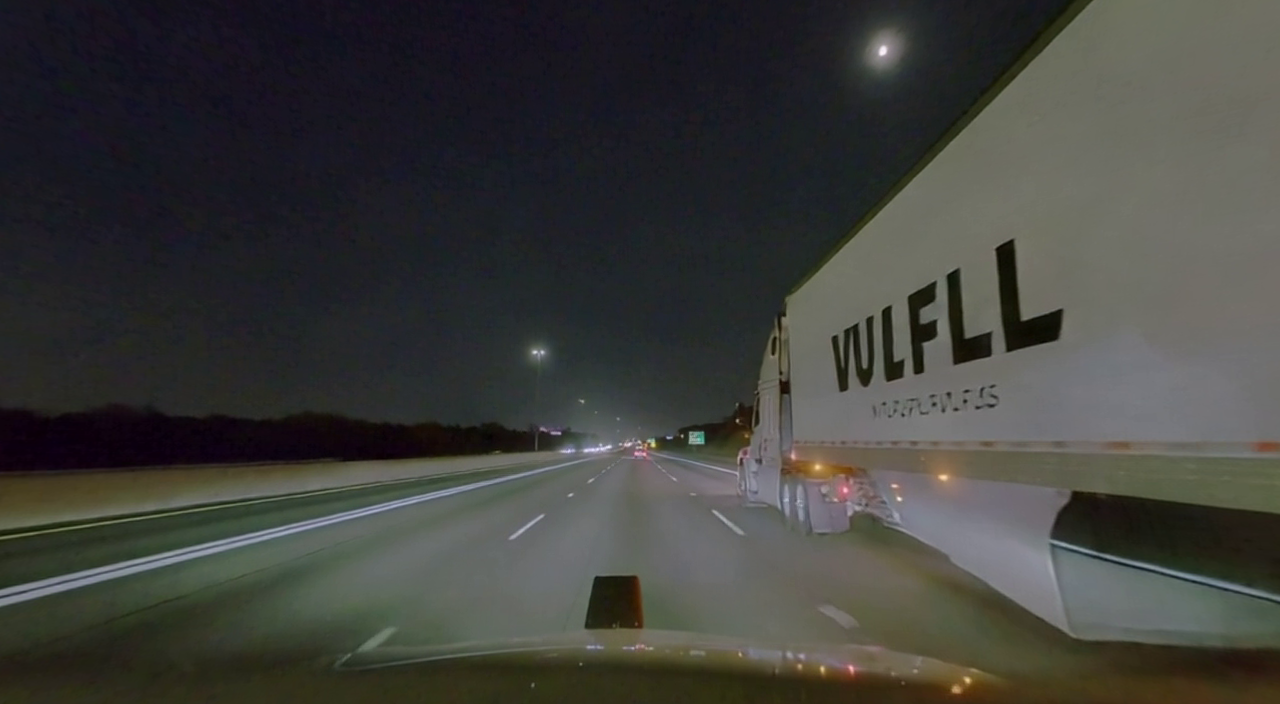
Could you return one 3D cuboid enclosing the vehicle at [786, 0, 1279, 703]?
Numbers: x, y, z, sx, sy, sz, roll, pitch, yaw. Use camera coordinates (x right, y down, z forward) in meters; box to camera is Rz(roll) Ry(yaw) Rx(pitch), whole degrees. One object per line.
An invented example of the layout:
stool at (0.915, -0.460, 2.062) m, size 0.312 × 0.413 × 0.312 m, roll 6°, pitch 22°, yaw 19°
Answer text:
vehicle at (4.024, 0.232, 5.143) m, size 3.027 × 3.989 × 10.585 m, roll 0°, pitch -9°, yaw 0°
